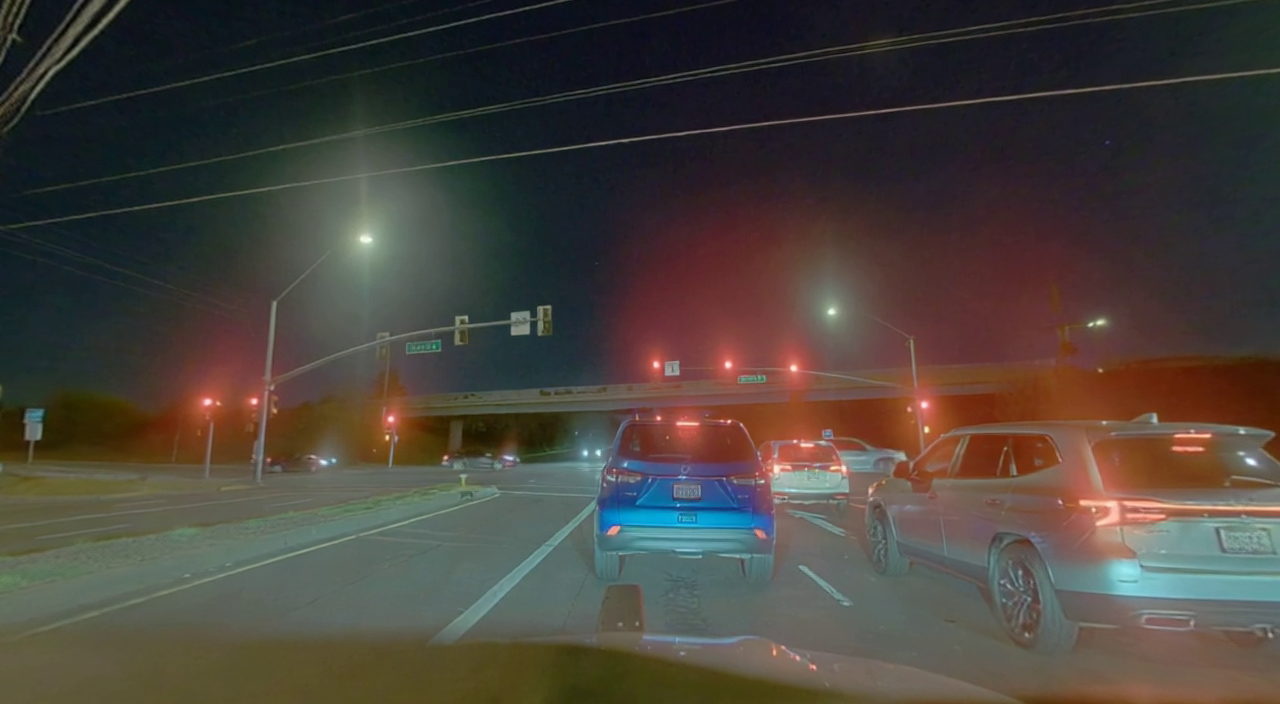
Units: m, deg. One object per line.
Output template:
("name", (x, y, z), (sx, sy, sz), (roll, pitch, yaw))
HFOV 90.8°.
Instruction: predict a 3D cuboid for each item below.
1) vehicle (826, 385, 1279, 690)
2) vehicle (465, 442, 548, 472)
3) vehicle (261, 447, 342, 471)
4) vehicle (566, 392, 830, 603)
("vehicle", (3.405, 1.348, 5.812), (1.990, 1.649, 4.625), (0, -8, 0))
("vehicle", (-8.097, 6.425, 38.741), (4.673, 1.740, 2.174), (0, -8, -3))
("vehicle", (-21.859, 6.860, 40.821), (4.411, 1.466, 1.998), (-3, -9, 16))
("vehicle", (0.439, 1.556, 7.617), (2.240, 1.778, 4.335), (0, -8, -2))
